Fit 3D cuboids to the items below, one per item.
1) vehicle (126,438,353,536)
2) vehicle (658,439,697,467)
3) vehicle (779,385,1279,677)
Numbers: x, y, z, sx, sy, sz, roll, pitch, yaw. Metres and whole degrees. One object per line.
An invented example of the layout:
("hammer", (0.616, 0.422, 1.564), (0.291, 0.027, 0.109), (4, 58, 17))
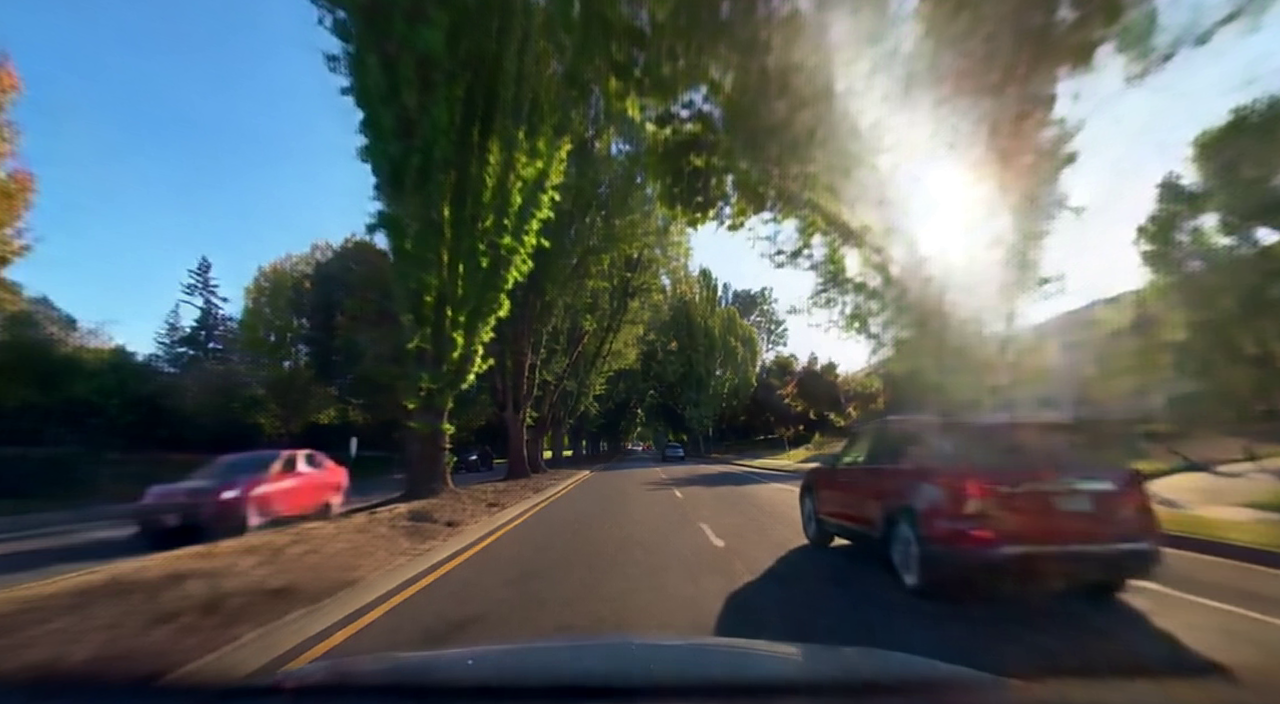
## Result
("vehicle", (-8.132, 2.738, 13.470), (1.973, 1.701, 4.338), (0, -9, 0))
("vehicle", (2.365, 6.484, 40.700), (2.164, 1.725, 4.285), (0, -9, -1))
("vehicle", (2.895, 1.322, 5.826), (2.066, 1.603, 4.475), (0, -9, -2))
